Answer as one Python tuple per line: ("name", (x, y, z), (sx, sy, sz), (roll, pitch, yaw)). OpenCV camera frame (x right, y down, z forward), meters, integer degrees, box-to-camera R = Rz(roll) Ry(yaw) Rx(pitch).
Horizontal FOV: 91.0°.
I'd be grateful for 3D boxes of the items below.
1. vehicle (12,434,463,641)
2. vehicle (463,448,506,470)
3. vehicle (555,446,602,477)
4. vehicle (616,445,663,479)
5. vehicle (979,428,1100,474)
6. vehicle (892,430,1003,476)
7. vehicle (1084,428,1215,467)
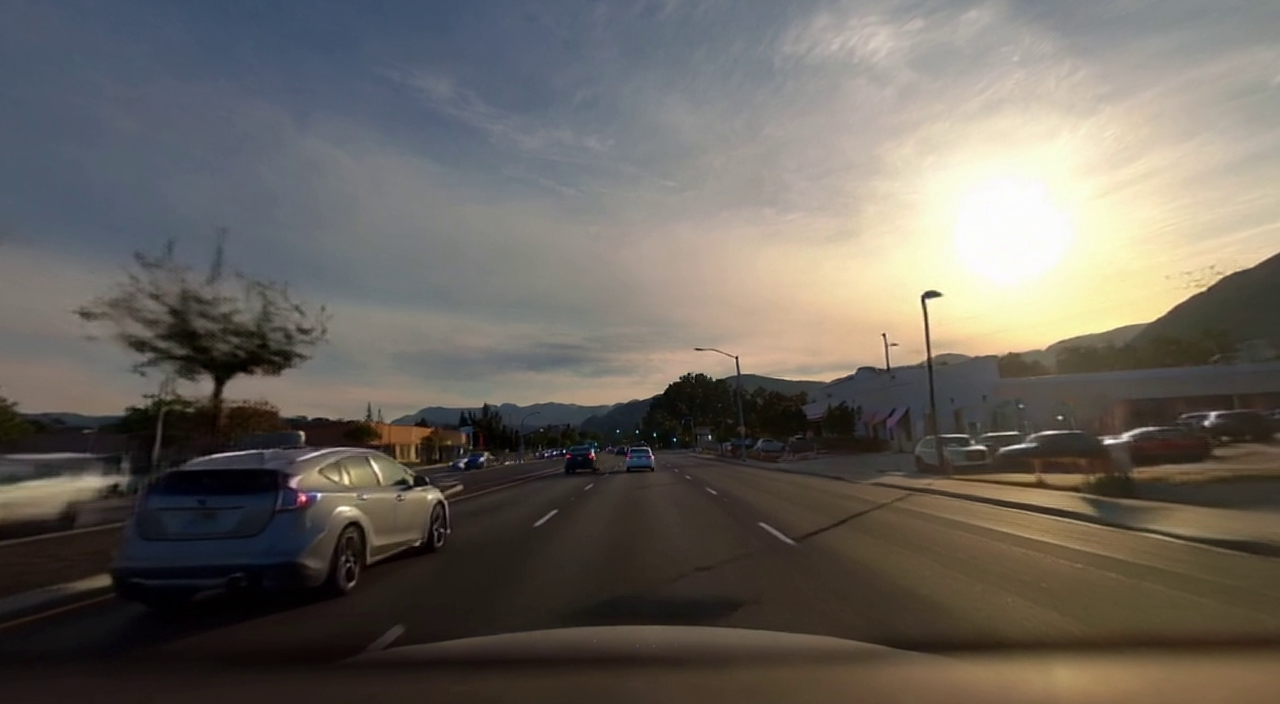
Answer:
("vehicle", (-3.548, 1.685, 6.796), (2.003, 1.488, 4.282), (0, -9, 0))
("vehicle", (-12.162, 8.335, 49.442), (2.075, 1.636, 4.464), (-1, -9, 2))
("vehicle", (-3.140, 5.679, 33.028), (1.939, 1.496, 4.309), (0, -9, 1))
("vehicle", (-0.020, 5.053, 29.128), (2.019, 1.459, 4.005), (0, -9, 0))
("vehicle", (16.227, 4.067, 25.957), (1.930, 1.713, 4.756), (0, -9, 1))
("vehicle", (12.973, 4.328, 27.044), (2.072, 1.769, 5.000), (0, -9, -2))
("vehicle", (21.456, 4.064, 26.796), (1.807, 1.519, 4.550), (0, -9, 1))
